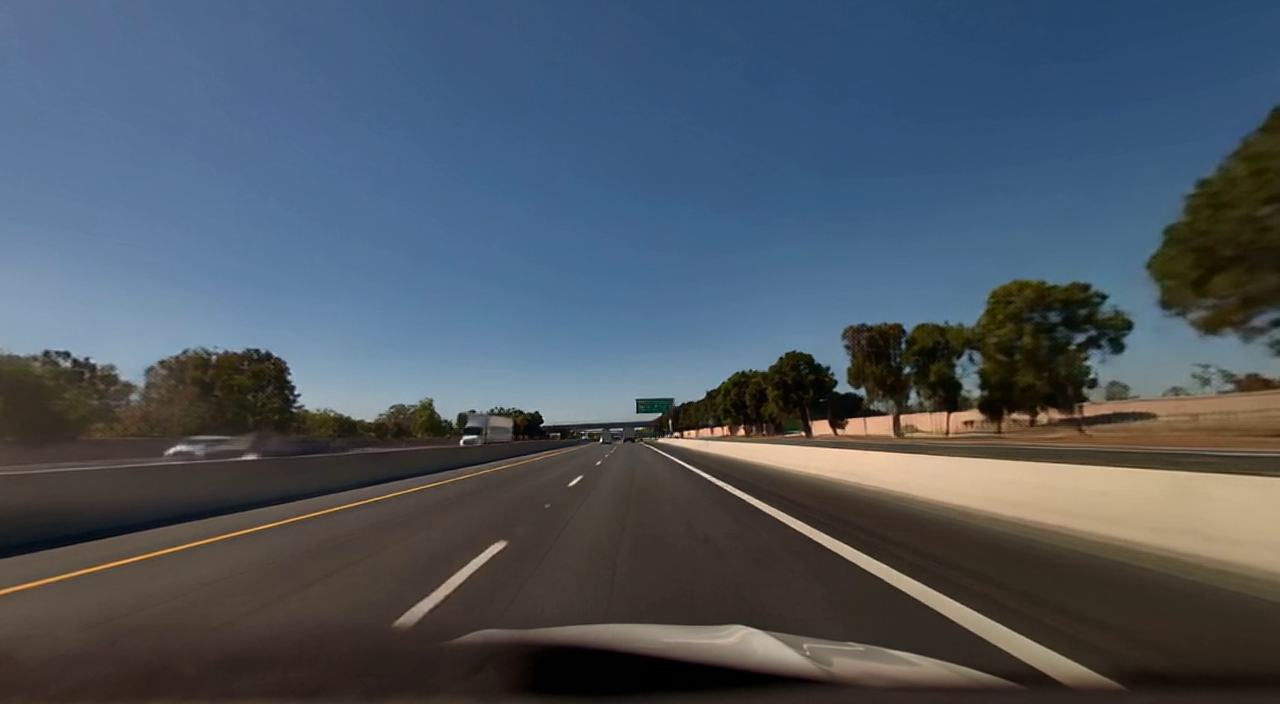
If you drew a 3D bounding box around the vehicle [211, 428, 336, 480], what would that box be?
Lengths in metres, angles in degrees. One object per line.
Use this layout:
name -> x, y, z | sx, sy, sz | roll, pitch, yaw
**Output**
vehicle -> -12.607, 3.506, 21.991 | 1.916, 1.646, 4.122 | 0, -8, -1
